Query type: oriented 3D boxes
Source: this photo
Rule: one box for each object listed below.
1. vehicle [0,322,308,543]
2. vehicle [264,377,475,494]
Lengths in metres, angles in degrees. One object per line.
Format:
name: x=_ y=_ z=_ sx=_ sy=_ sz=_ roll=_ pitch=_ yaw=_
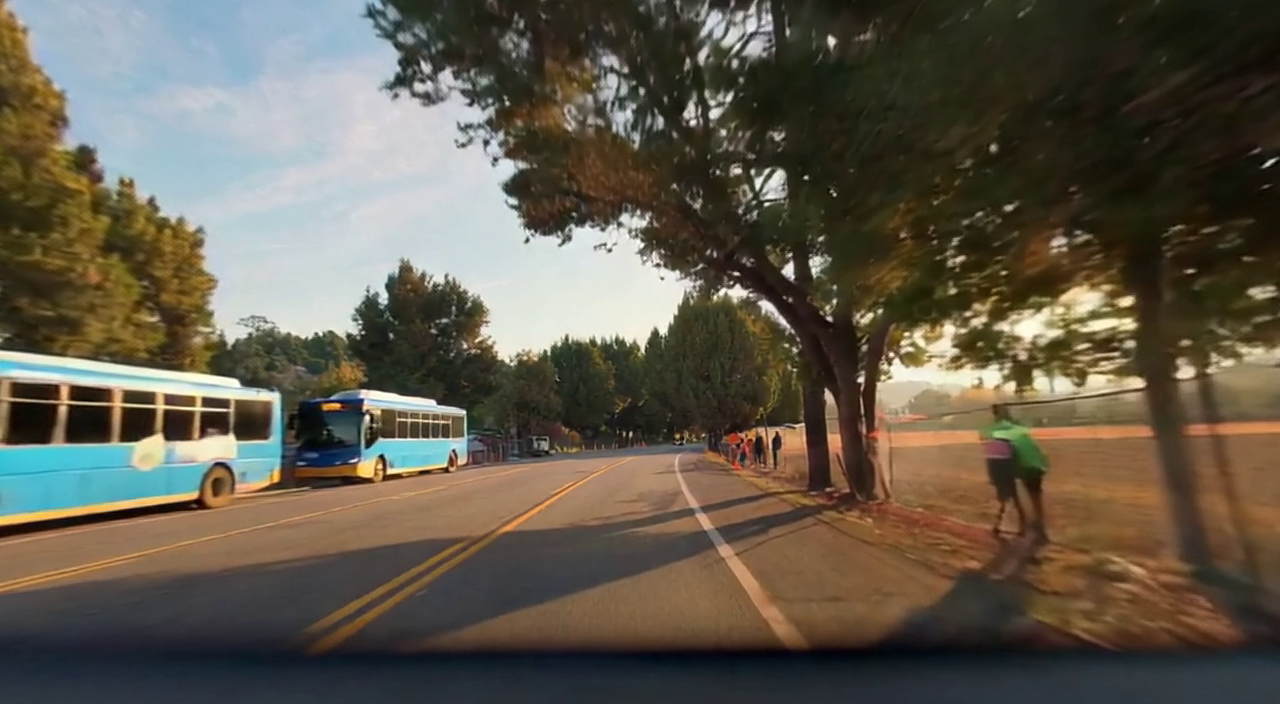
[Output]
vehicle: x=-10.861 y=1.557 z=11.851 sx=3.057 sy=3.290 sz=9.617 roll=-2 pitch=-8 yaw=7
vehicle: x=-10.344 y=3.445 z=26.470 sx=3.092 sy=3.562 sz=12.230 roll=-4 pitch=-7 yaw=2
